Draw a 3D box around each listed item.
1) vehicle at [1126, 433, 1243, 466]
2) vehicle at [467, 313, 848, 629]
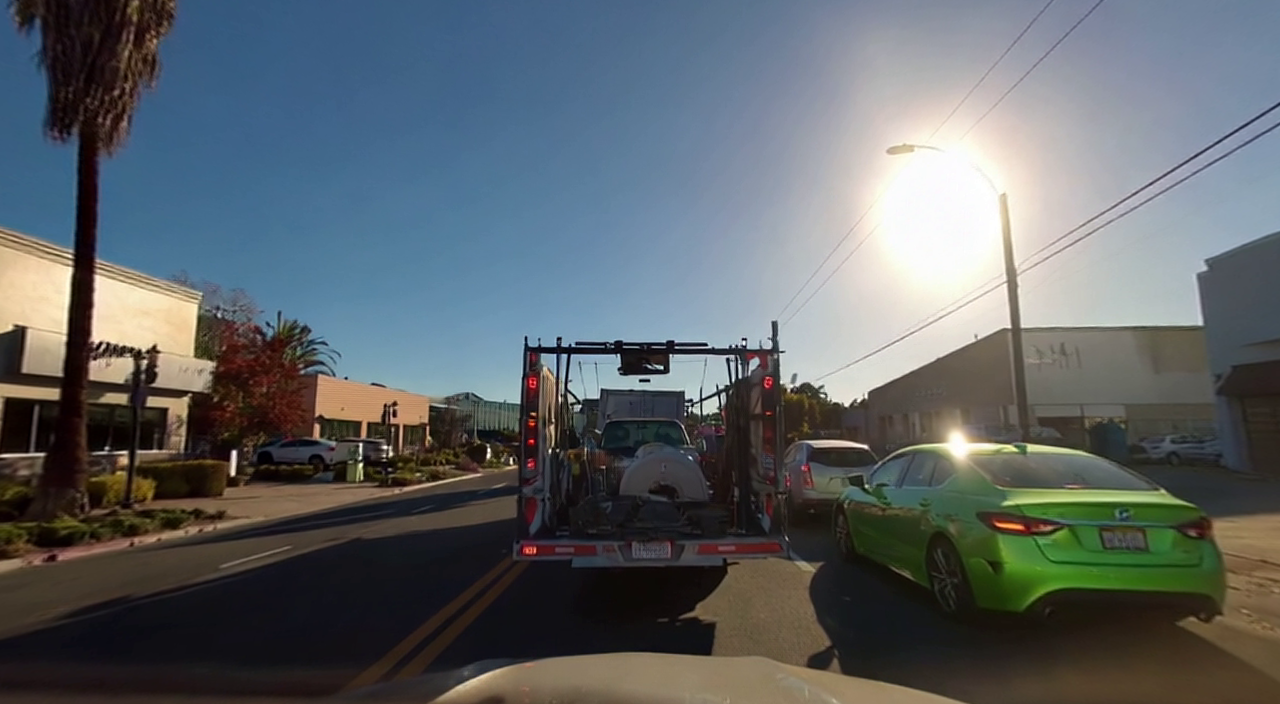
[{"bbox_3d":[28.559,5.142,33.130,4.193,1.633,1.928,-4,-9,26],"label":"vehicle"},{"bbox_3d":[0.102,1.315,7.877,2.728,2.305,6.506,0,-8,0],"label":"vehicle"}]
